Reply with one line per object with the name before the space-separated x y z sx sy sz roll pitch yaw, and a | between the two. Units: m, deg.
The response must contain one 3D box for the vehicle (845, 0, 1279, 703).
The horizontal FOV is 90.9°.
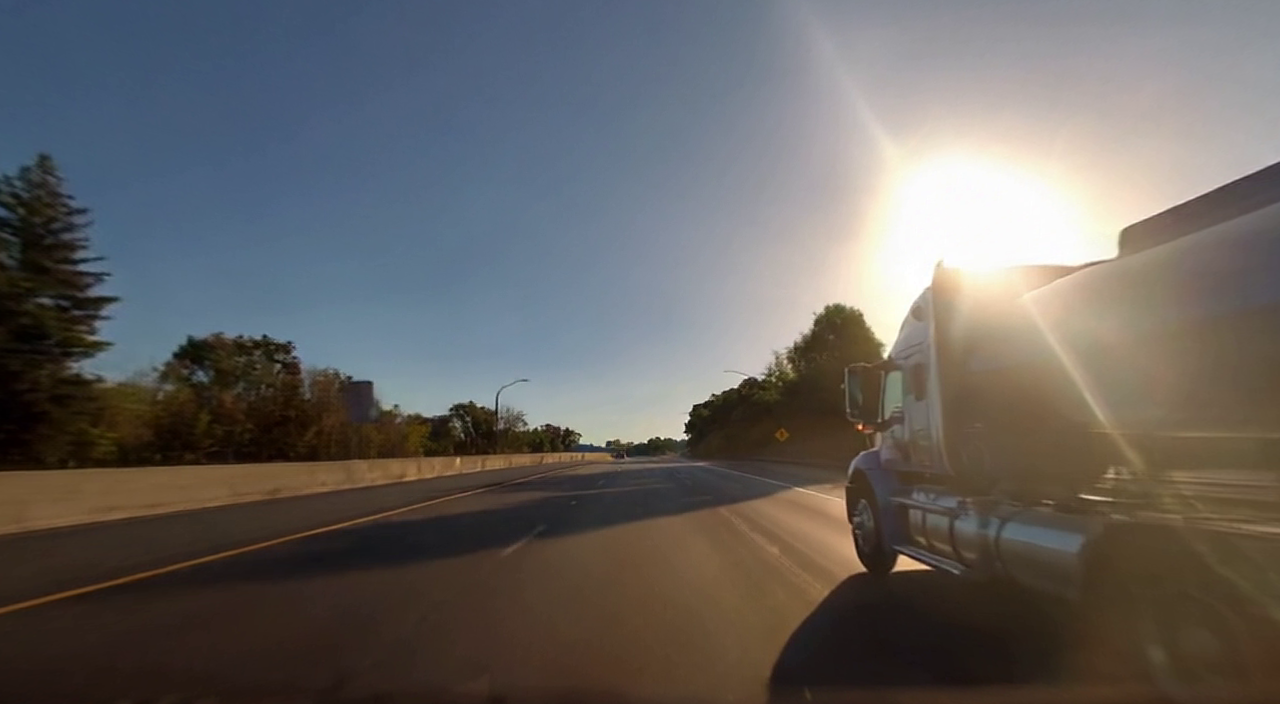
vehicle | 3.816 -0.002 2.747 3.034 3.651 8.256 0 -9 0
